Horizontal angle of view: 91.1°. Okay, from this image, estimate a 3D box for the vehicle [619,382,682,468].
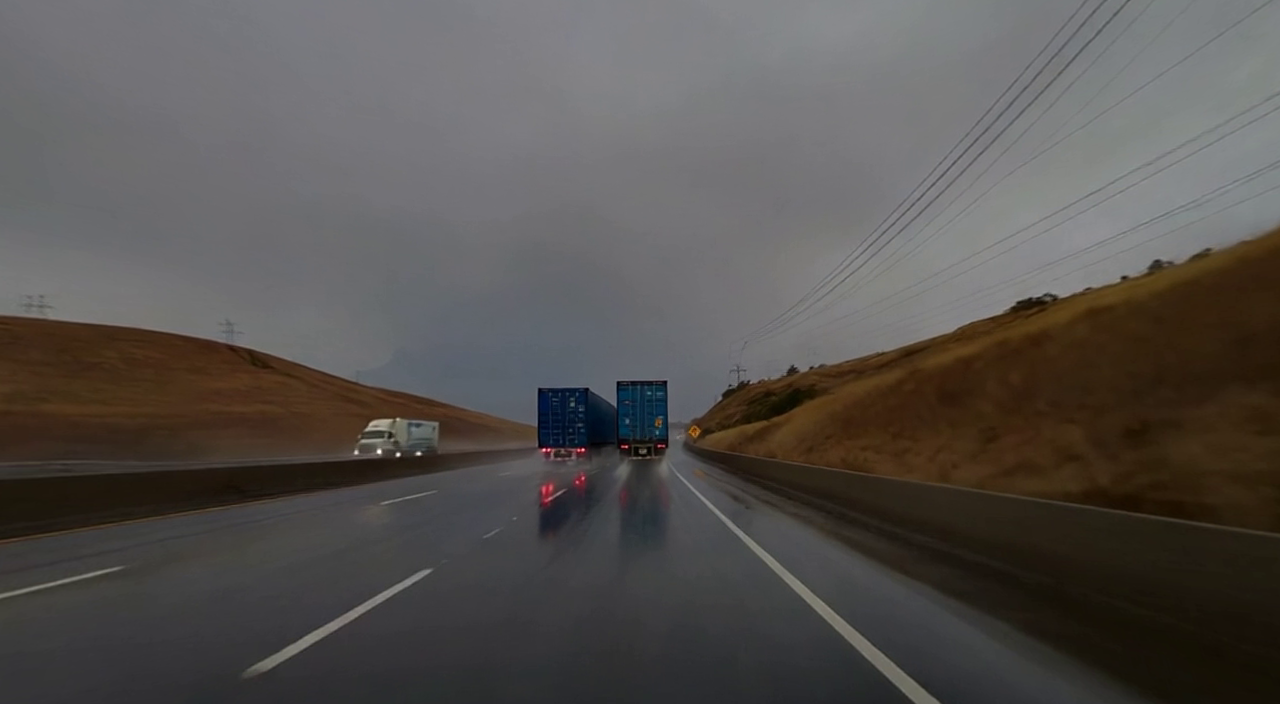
[{"bbox_3d":[0.380,4.309,36.039,3.006,4.120,11.586,0,-8,-1],"label":"vehicle"}]

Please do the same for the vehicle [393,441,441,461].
[{"bbox_3d":[-17.211,7.666,48.679,2.010,1.488,4.362,0,-8,1],"label":"vehicle"}]

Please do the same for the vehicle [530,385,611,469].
[{"bbox_3d":[-3.698,4.628,37.614,3.065,4.105,13.706,0,-8,1],"label":"vehicle"}]
